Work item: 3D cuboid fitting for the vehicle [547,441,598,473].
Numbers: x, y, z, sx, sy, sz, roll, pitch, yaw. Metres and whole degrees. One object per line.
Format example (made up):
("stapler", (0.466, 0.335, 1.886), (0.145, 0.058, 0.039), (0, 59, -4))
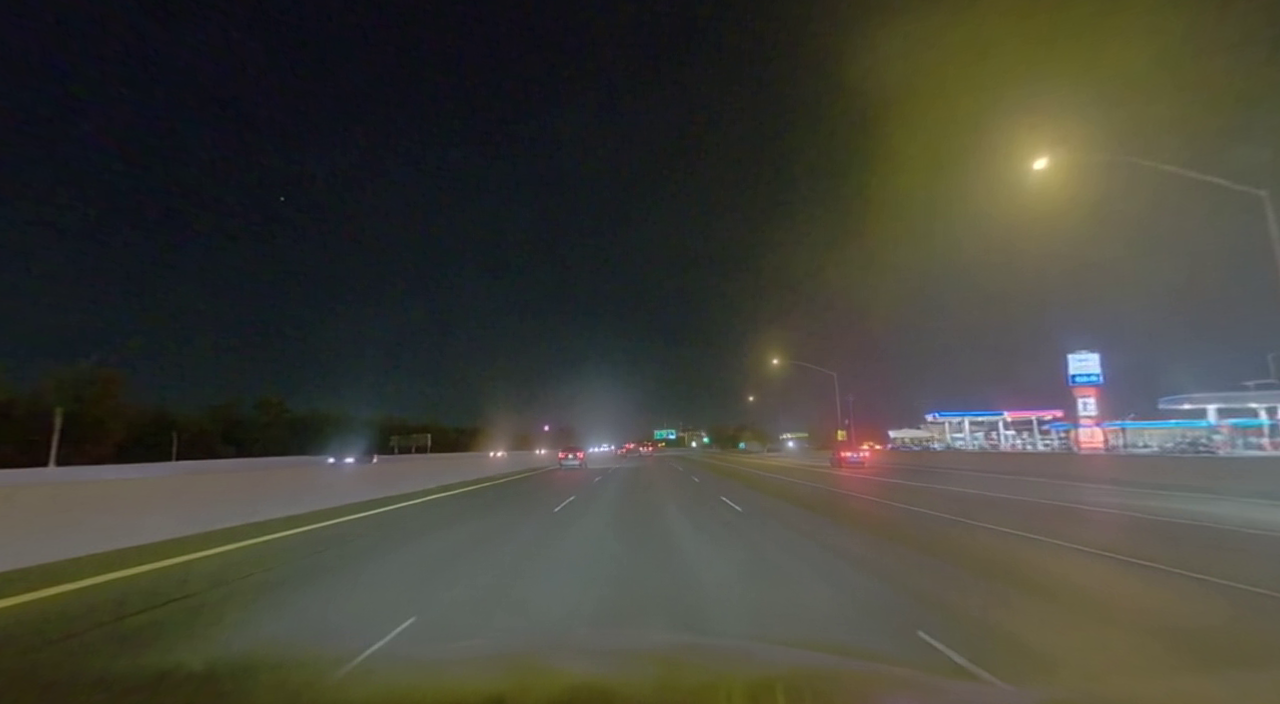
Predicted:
("vehicle", (-3.404, 5.409, 32.584), (2.114, 1.510, 4.186), (-1, -9, 1))
